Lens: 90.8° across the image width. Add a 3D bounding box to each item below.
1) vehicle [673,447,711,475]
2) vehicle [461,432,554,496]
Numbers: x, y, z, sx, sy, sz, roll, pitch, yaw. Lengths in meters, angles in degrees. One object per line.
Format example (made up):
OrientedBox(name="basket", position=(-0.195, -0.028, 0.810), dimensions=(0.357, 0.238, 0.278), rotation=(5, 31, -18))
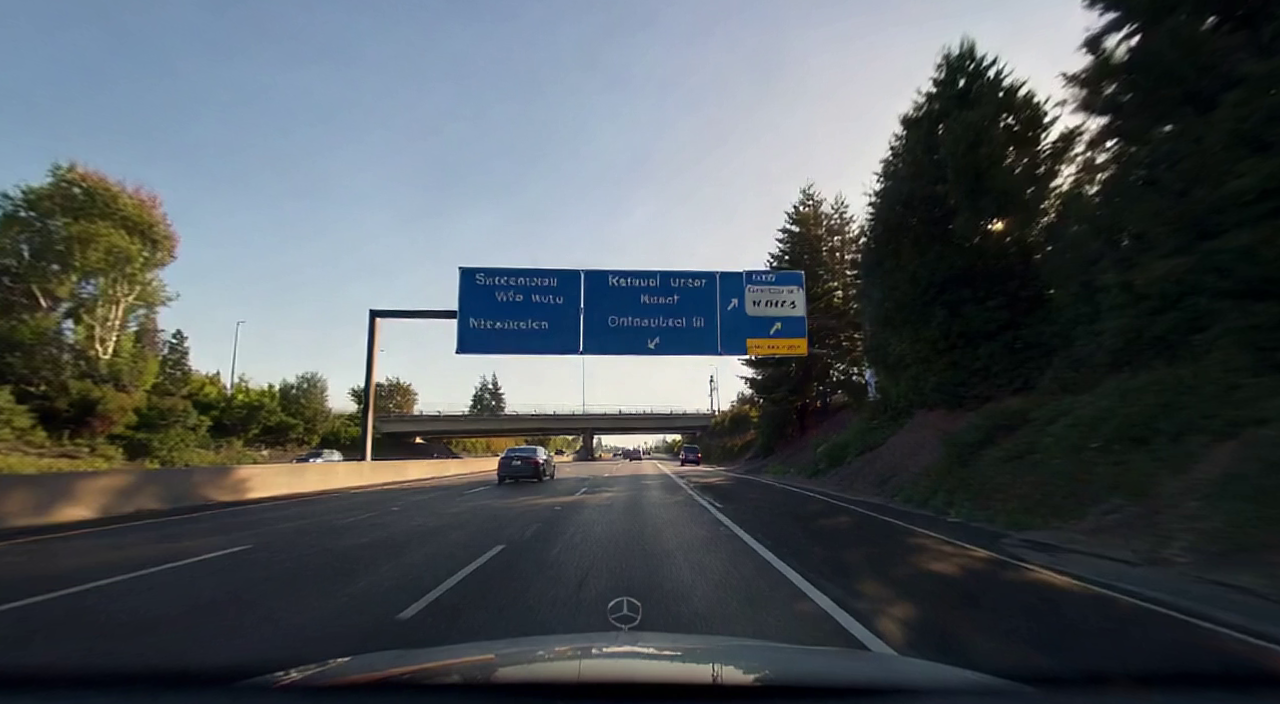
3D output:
OrientedBox(name="vehicle", position=(3.386, 7.173, 41.888), dimensions=(2.133, 1.746, 4.511), rotation=(0, -9, 0))
OrientedBox(name="vehicle", position=(-4.564, 3.955, 22.596), dimensions=(2.278, 2.054, 4.498), rotation=(0, -9, 1))
